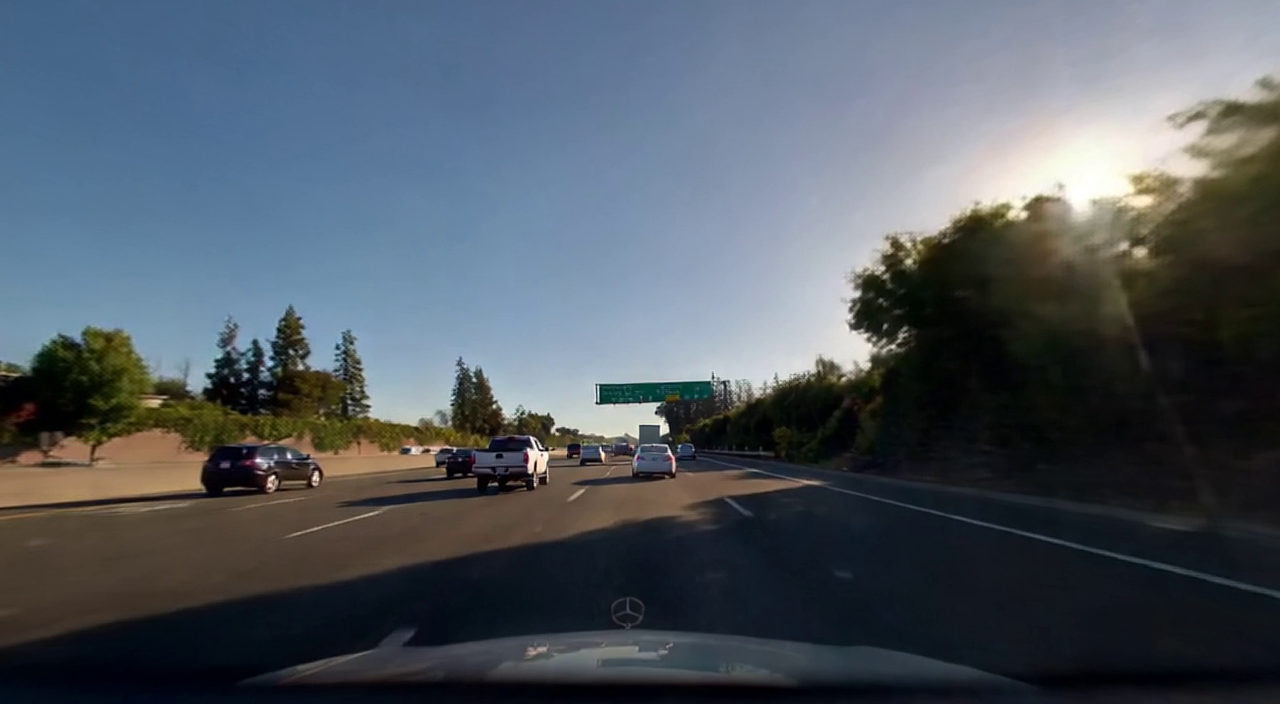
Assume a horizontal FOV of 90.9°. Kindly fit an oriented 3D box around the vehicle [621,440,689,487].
[{"bbox_3d":[0.463,3.718,21.359,2.054,1.421,4.090,0,-8,0],"label":"vehicle"}]

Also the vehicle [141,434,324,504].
[{"bbox_3d":[-10.593,3.047,16.881,1.941,1.602,4.277,0,-8,2],"label":"vehicle"}]

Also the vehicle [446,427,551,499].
[{"bbox_3d":[-3.743,3.014,17.524,1.903,1.721,4.210,0,-8,1],"label":"vehicle"}]

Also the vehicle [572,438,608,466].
[{"bbox_3d":[-3.120,6.346,40.074,1.897,1.646,4.049,0,-8,1],"label":"vehicle"}]

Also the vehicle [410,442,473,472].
[{"bbox_3d":[-10.767,5.708,34.582,1.902,1.478,4.505,0,-8,1],"label":"vehicle"}]

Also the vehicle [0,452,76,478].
[{"bbox_3d":[-36.124,6.726,37.645,1.541,1.414,3.511,0,-8,1],"label":"vehicle"}]
